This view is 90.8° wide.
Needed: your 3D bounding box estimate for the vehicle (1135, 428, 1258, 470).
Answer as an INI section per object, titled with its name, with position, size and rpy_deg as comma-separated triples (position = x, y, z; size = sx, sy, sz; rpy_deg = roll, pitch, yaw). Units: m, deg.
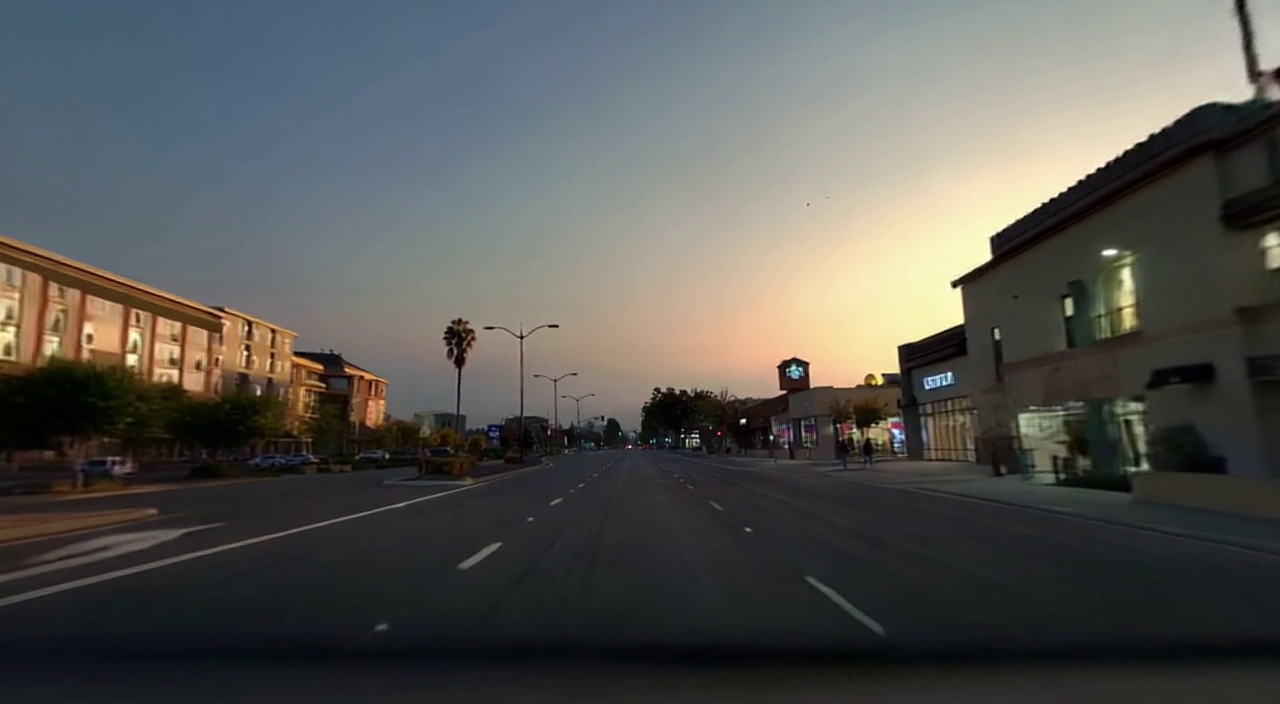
[vehicle]
position = 29.782, 5.158, 33.794
size = 6.327, 1.962, 2.210
rpy_deg = 2, -9, -23
